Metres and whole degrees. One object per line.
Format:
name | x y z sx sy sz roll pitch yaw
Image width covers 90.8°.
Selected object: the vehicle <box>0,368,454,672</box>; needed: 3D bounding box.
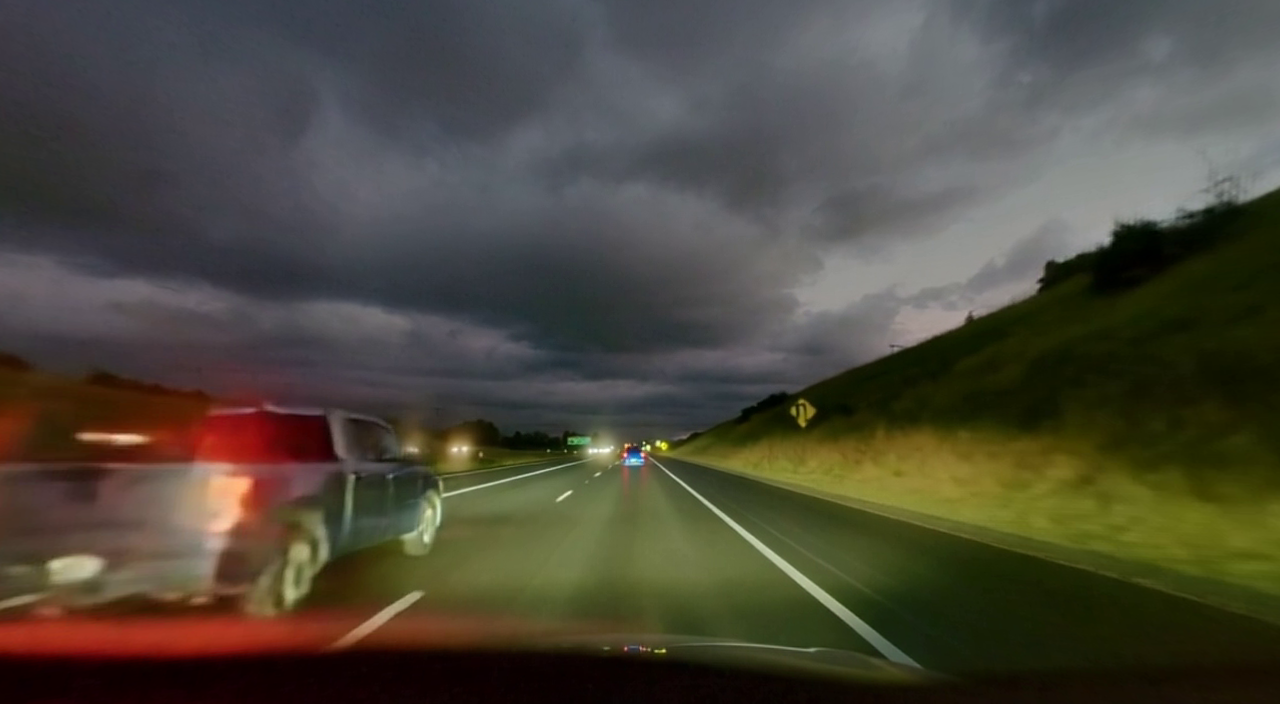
vehicle | -3.612 1.382 6.327 1.942 1.828 4.868 0 -9 1
